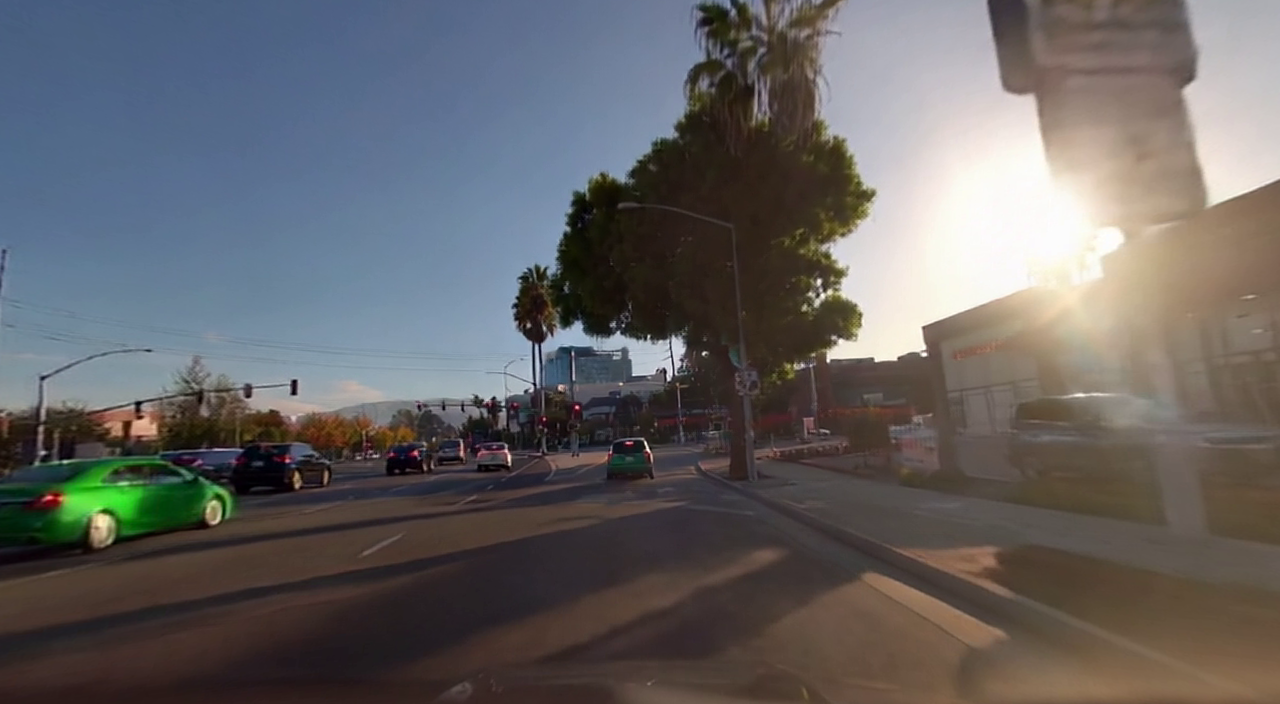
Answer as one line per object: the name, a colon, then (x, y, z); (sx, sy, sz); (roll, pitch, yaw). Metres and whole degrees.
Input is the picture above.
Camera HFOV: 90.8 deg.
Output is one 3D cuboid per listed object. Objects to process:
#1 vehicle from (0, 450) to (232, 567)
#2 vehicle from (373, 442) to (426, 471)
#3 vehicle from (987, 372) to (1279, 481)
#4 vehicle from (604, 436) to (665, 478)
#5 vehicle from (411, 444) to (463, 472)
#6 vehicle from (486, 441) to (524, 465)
vehicle: (-9.114, 2.369, 10.415); (1.958, 1.455, 4.504); (0, -8, -3)
vehicle: (-15.395, 6.709, 40.717); (2.020, 1.709, 4.343); (0, -8, -5)
vehicle: (9.167, 1.481, 12.123); (1.911, 1.658, 4.703); (1, -8, -7)
vehicle: (-0.128, 4.144, 25.116); (2.070, 1.493, 4.570); (-1, -8, 4)
vehicle: (-11.610, 6.091, 36.495); (1.905, 1.482, 4.463); (0, -8, -5)
vehicle: (-9.100, 6.846, 42.885); (1.912, 1.487, 4.471); (0, -8, -5)
